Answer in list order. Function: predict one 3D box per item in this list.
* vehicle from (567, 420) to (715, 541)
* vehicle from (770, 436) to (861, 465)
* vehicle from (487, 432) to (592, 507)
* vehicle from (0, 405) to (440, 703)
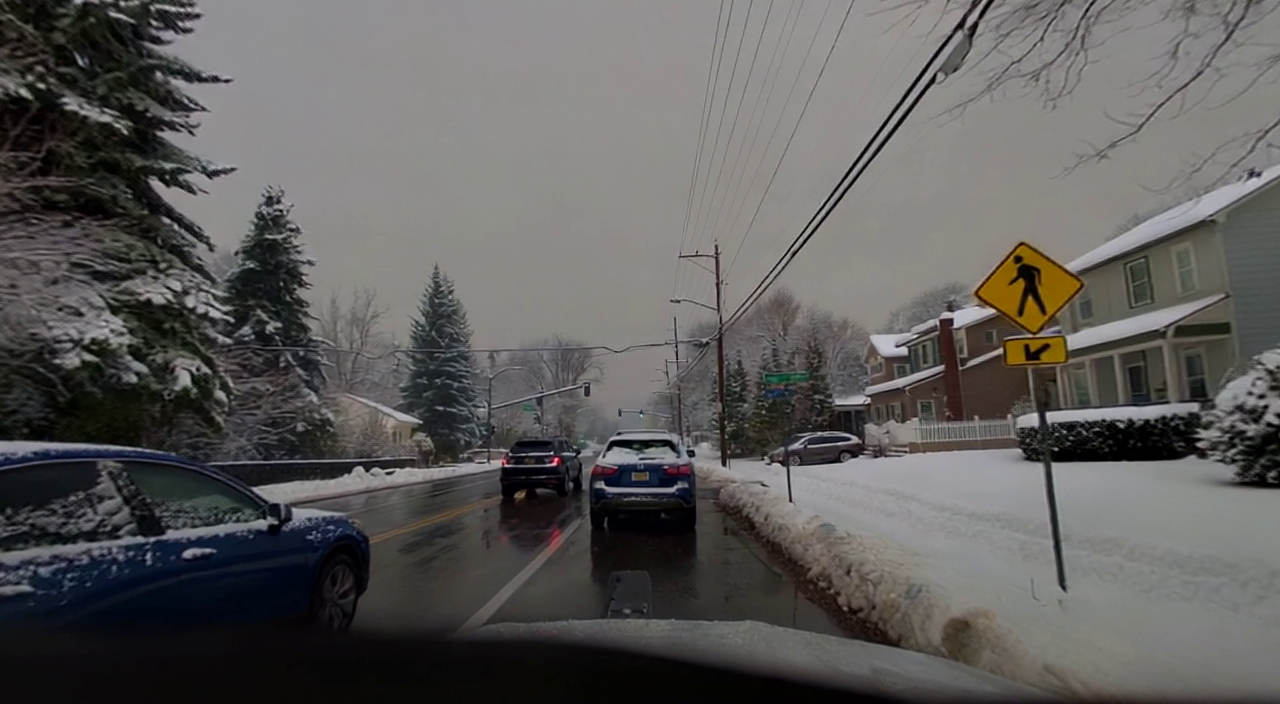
[{"bbox_3d":[0.071,2.154,11.068,2.120,1.718,3.909,-1,-9,2],"label":"vehicle"},{"bbox_3d":[9.515,5.376,34.442,4.456,1.504,1.914,-1,-9,3],"label":"vehicle"},{"bbox_3d":[-2.532,3.089,16.961,2.000,1.737,4.133,-1,-9,2],"label":"vehicle"},{"bbox_3d":[-2.861,1.126,3.328,1.968,1.472,4.685,0,-9,1],"label":"vehicle"}]
